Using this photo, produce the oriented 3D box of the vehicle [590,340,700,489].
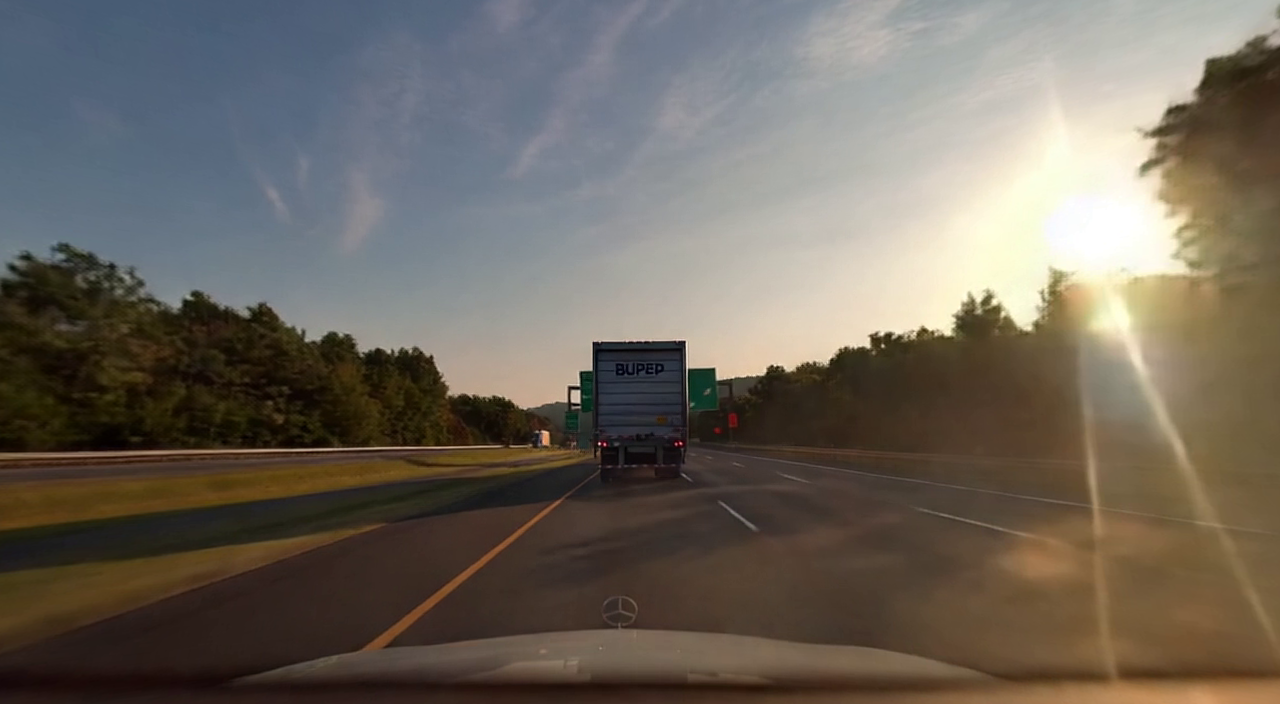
[{"bbox_3d":[0.094,2.216,20.914,2.870,3.911,8.697,0,-8,0],"label":"vehicle"}]
